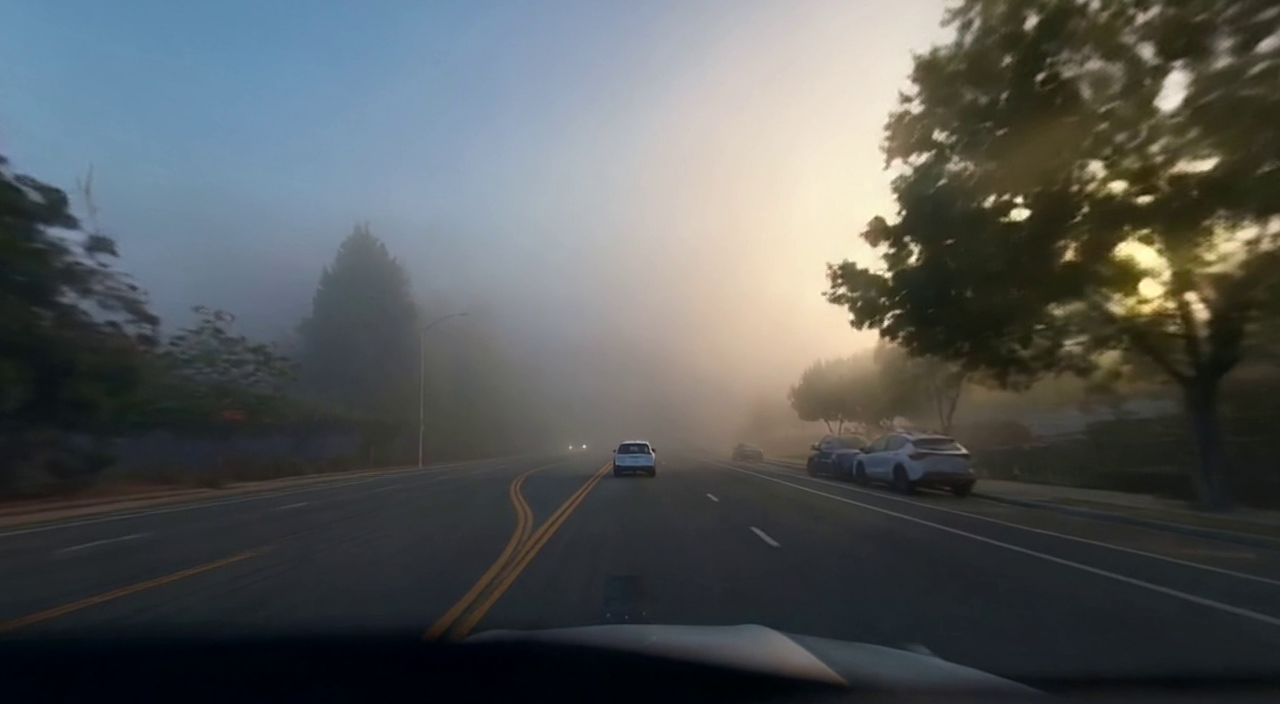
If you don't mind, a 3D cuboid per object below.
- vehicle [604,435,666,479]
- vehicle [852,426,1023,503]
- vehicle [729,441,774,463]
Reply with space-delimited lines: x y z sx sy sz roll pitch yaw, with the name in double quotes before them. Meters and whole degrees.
"vehicle" -0.205 3.890 23.563 2.099 1.470 4.302 0 -8 -1
"vehicle" 7.972 3.051 17.624 2.185 1.818 5.038 1 -8 -2
"vehicle" 7.816 7.058 44.711 2.131 1.474 4.752 0 -8 -2
